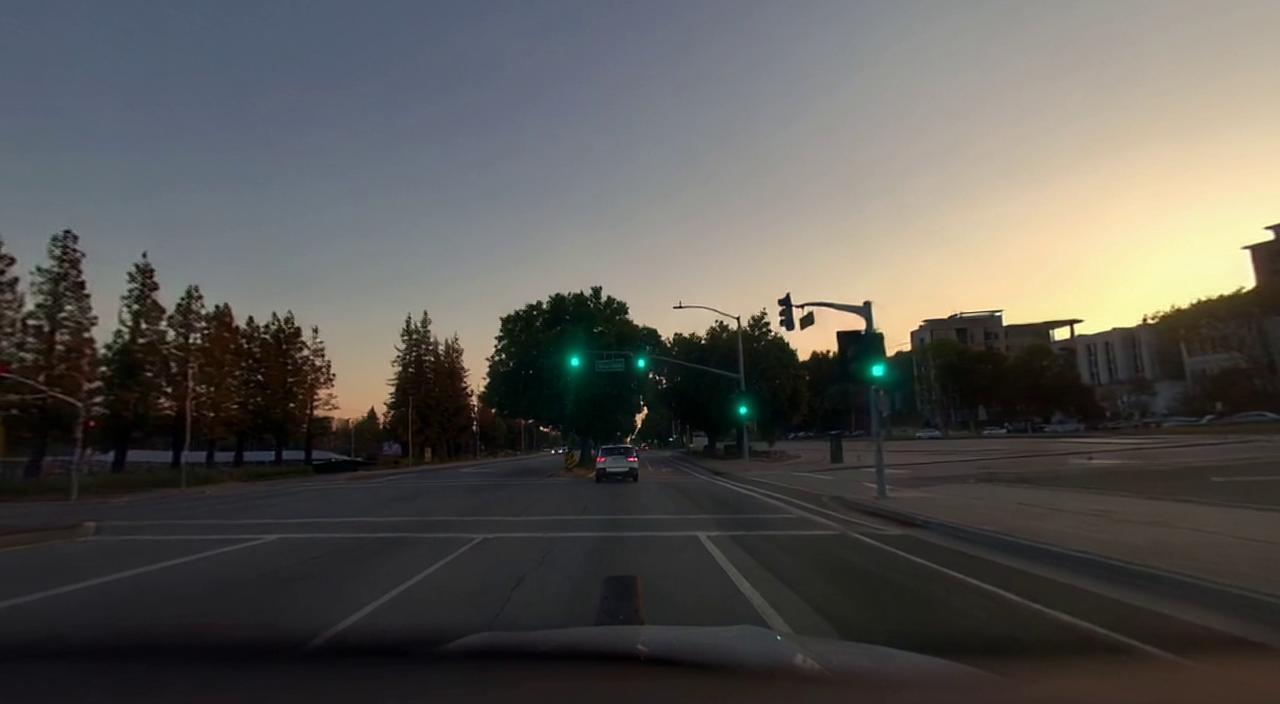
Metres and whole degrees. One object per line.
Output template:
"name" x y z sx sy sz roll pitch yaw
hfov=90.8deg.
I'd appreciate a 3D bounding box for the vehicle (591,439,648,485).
"vehicle" -0.828 4.426 25.762 2.130 1.711 4.038 0 -9 -2
